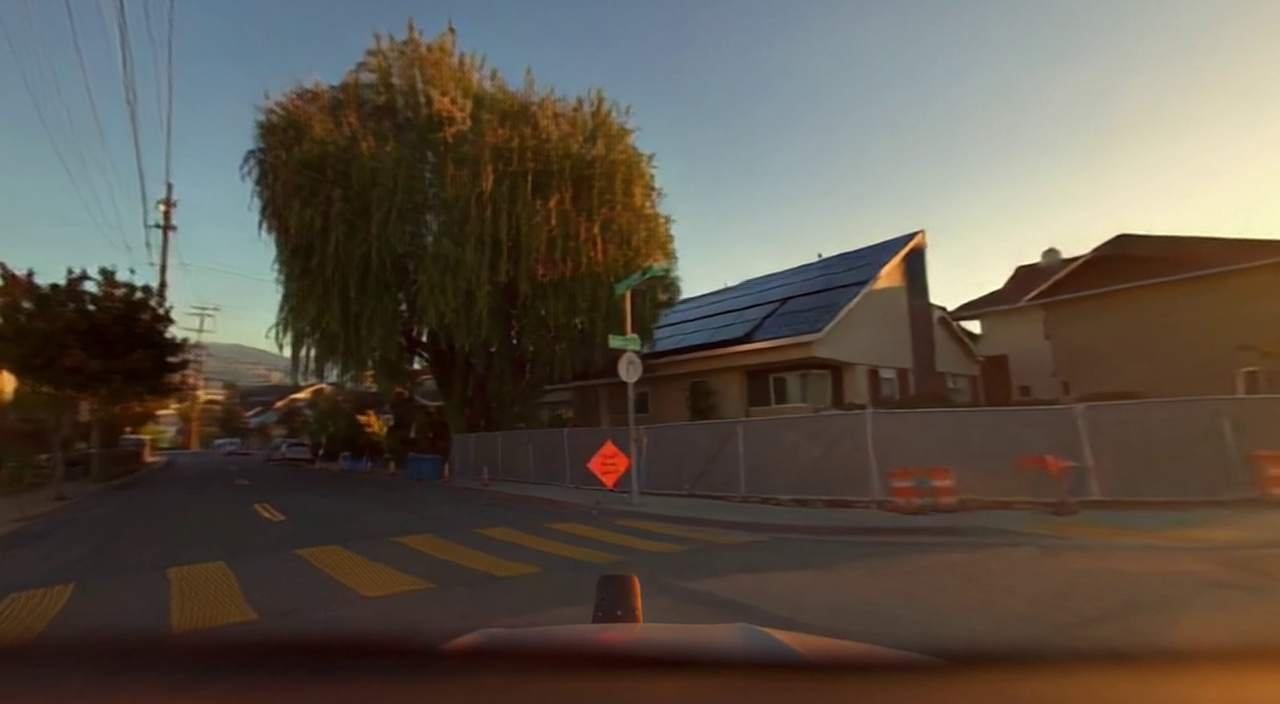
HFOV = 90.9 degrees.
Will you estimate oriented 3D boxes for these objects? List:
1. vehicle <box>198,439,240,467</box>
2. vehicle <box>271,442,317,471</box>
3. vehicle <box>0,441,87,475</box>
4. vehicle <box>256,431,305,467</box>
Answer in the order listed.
[{"bbox_3d":[-28.241,6.756,42.311,2.050,1.742,4.197,5,-9,-31],"label":"vehicle"},{"bbox_3d":[-20.038,5.997,36.381,1.998,1.494,3.927,5,-9,-32],"label":"vehicle"},{"bbox_3d":[-37.225,6.565,38.837,4.205,1.745,2.121,1,-10,-29],"label":"vehicle"},{"bbox_3d":[-25.607,6.823,44.762,2.492,2.319,5.914,5,-9,-33],"label":"vehicle"}]
